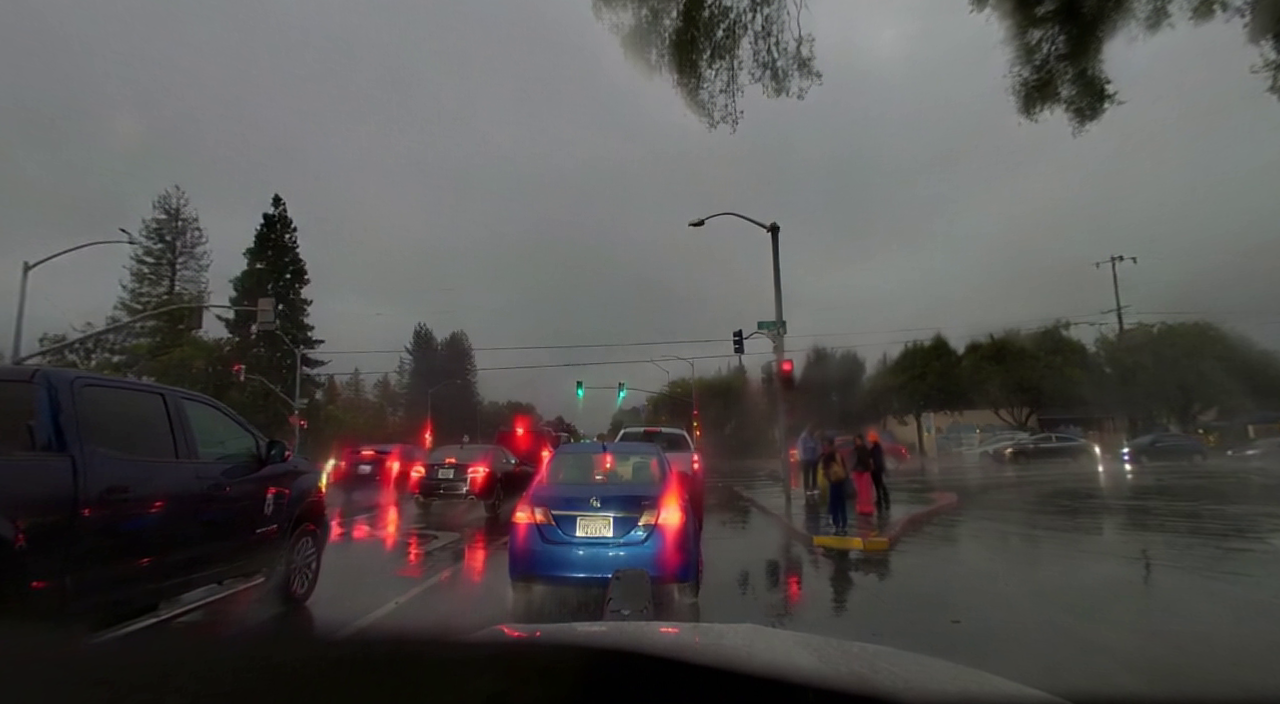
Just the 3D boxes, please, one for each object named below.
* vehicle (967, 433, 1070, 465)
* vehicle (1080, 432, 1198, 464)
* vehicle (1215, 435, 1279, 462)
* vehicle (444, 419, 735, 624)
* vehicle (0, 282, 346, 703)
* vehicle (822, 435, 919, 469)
[{"bbox_3d":[21.950,5.654,36.703,4.529,1.786,2.110,0,-9,2],"label":"vehicle"},{"bbox_3d":[28.958,5.575,36.707,4.967,1.794,2.044,0,-9,2],"label":"vehicle"},{"bbox_3d":[36.263,5.518,36.134,4.643,1.464,1.840,0,-9,2],"label":"vehicle"},{"bbox_3d":[-0.370,1.591,6.950,2.144,1.497,4.446,0,-9,0],"label":"vehicle"},{"bbox_3d":[-3.688,0.750,2.836,2.202,1.961,4.980,0,-9,1],"label":"vehicle"},{"bbox_3d":[12.202,5.341,33.619,4.394,1.724,1.886,0,-9,1],"label":"vehicle"}]
